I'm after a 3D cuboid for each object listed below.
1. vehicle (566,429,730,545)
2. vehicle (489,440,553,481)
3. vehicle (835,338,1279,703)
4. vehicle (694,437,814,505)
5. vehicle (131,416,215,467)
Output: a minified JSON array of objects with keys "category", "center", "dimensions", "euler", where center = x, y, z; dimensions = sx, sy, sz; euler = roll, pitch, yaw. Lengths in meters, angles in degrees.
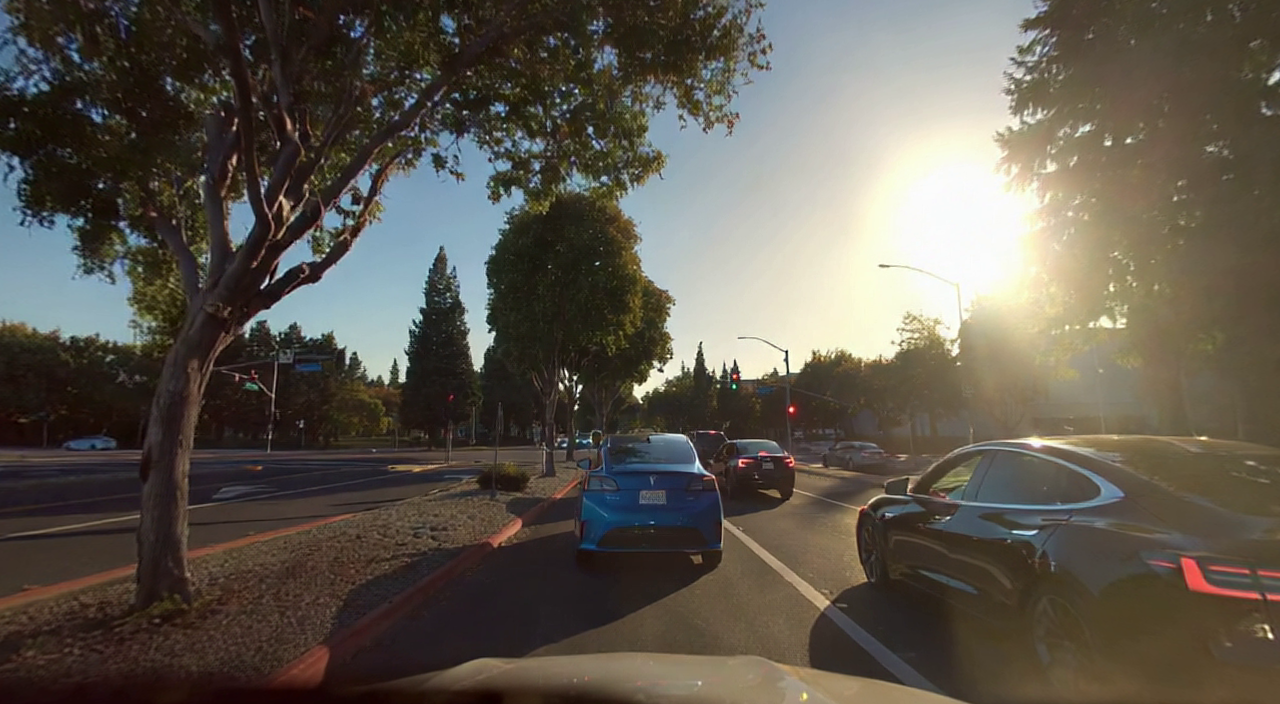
[{"category":"vehicle","center":[0.026,2.081,10.461],"dimensions":[2.147,1.499,4.240],"euler":[0,-8,-2]},{"category":"vehicle","center":[-4.639,4.283,25.241],"dimensions":[1.972,1.457,4.171],"euler":[0,-8,-4]},{"category":"vehicle","center":[3.179,1.106,4.304],"dimensions":[2.167,1.676,4.443],"euler":[0,-8,-1]},{"category":"vehicle","center":[2.692,2.931,16.026],"dimensions":[2.058,1.466,4.208],"euler":[0,-8,-3]},{"category":"vehicle","center":[-29.253,5.618,39.703],"dimensions":[2.608,2.990,3.026],"euler":[2,-8,3]}]
